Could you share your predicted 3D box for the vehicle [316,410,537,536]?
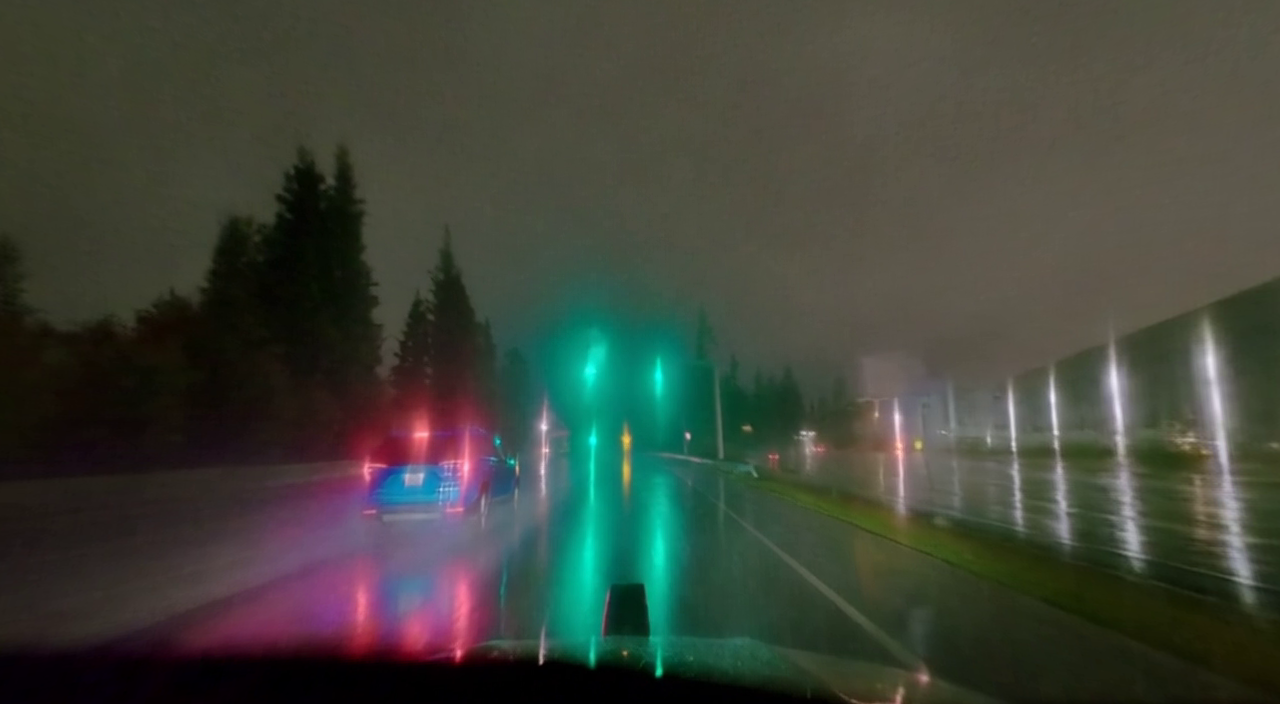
[{"bbox_3d":[-3.591,2.172,11.925,2.336,1.857,4.986,0,-8,1],"label":"vehicle"}]
